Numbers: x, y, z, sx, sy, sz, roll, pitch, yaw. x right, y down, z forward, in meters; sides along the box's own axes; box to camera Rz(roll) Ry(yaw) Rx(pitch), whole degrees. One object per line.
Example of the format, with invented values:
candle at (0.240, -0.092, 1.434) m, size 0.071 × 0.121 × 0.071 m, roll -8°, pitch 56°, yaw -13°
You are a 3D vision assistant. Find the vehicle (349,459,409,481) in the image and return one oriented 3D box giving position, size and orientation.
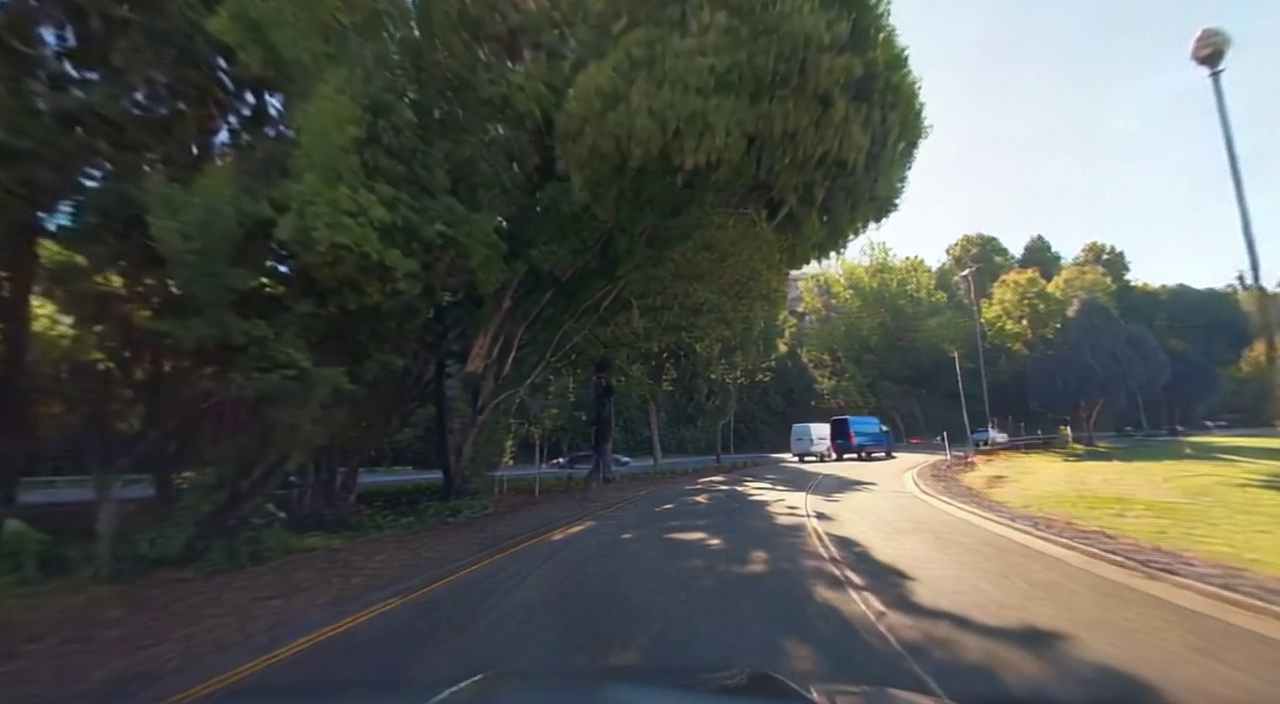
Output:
vehicle at (-18.362, 8.250, 44.341) m, size 3.512 × 1.359 × 1.579 m, roll 7°, pitch -10°, yaw -38°

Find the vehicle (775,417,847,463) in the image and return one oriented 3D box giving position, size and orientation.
vehicle at (11.276, 5.740, 41.376) m, size 4.784 × 2.535 × 2.203 m, roll 2°, pitch -10°, yaw -44°

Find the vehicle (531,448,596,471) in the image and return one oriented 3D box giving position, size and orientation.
vehicle at (-5.200, 7.312, 43.131) m, size 4.034 × 1.479 × 1.840 m, roll 7°, pitch -10°, yaw -41°

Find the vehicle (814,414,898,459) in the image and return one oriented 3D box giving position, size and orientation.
vehicle at (15.653, 6.072, 45.438) m, size 7.155 × 2.942 × 2.420 m, roll 7°, pitch -10°, yaw -42°
